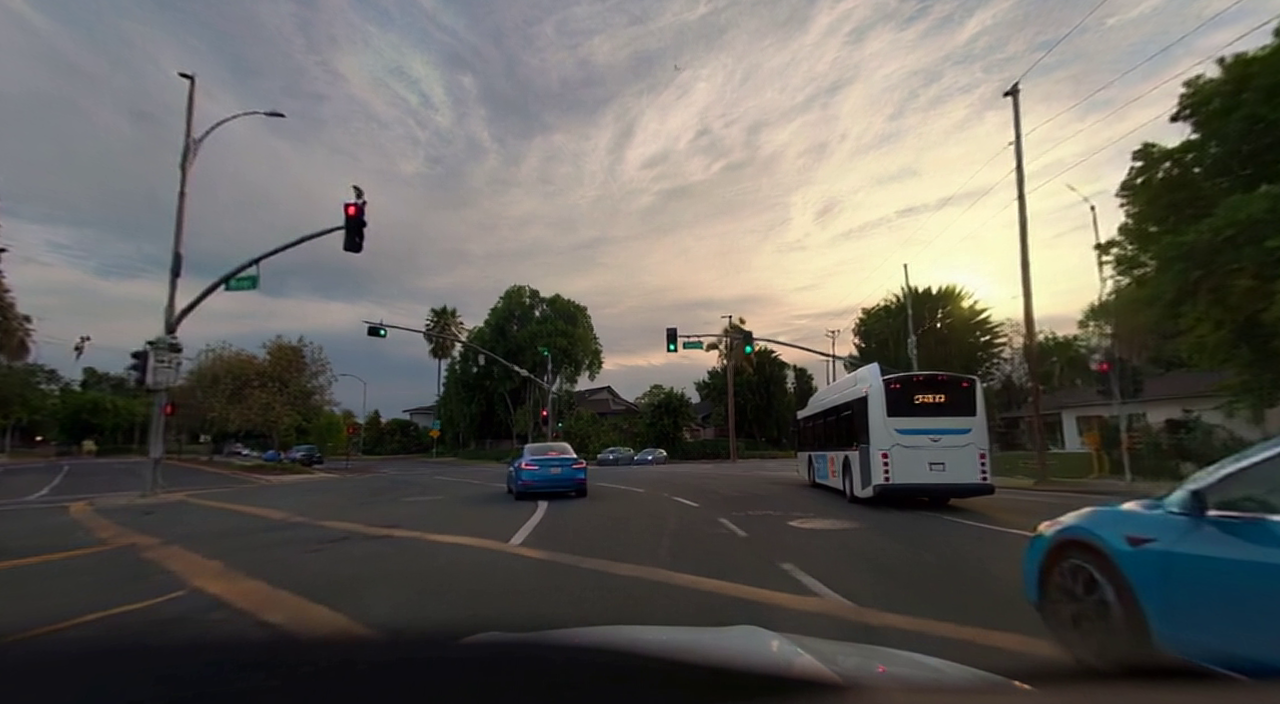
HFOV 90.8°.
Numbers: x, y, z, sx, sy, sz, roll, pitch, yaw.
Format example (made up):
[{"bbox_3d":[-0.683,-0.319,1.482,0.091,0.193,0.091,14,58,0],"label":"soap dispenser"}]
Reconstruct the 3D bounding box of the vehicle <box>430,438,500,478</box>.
[{"bbox_3d":[-9.222,5.505,33.095,2.272,1.891,4.562,5,-10,-31],"label":"vehicle"}]

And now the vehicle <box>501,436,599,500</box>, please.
[{"bbox_3d":[-2.917,3.518,19.585,2.341,1.709,4.466,2,-9,-16],"label":"vehicle"}]

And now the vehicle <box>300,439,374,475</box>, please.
[{"bbox_3d":[-17.348,5.962,36.041,2.283,1.878,5.384,7,-11,-41],"label":"vehicle"}]

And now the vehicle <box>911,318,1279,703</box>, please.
[{"bbox_3d":[3.460,0.827,2.622,2.205,1.803,5.135,0,-9,-2],"label":"vehicle"}]

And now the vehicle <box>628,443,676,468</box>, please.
[{"bbox_3d":[0.990,7.717,47.309,2.122,1.730,5.138,-3,-9,18],"label":"vehicle"}]
